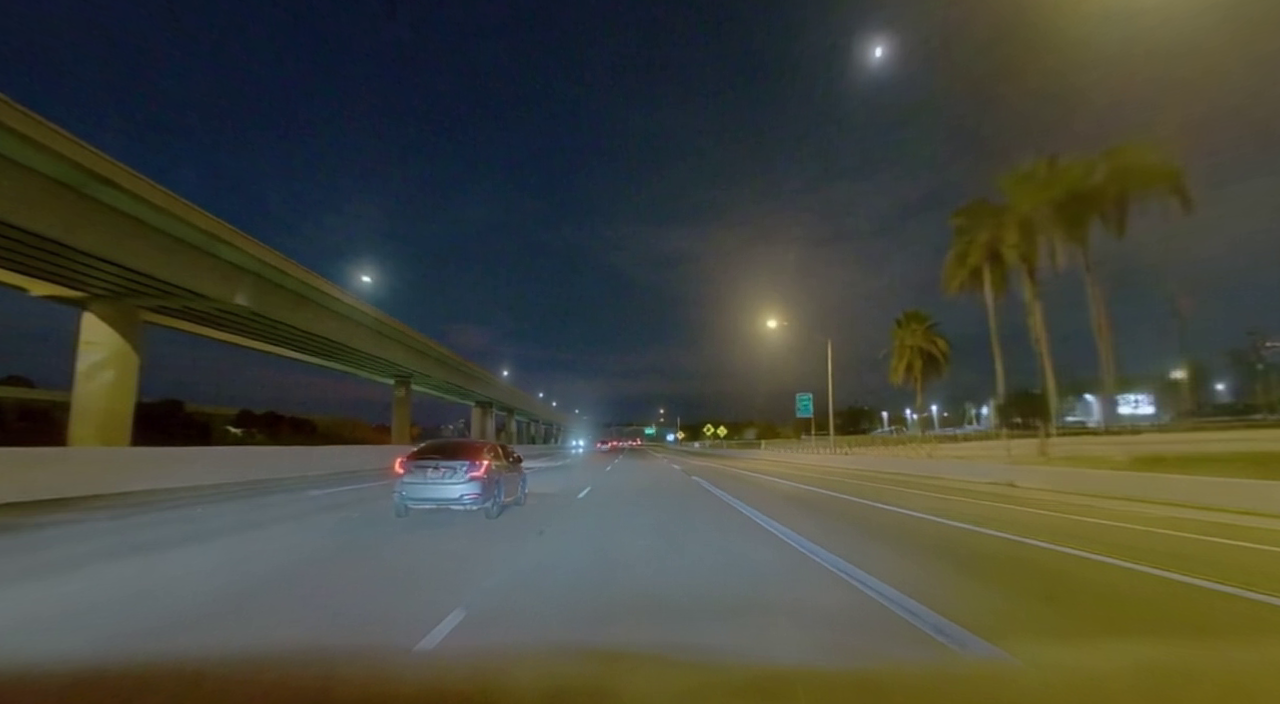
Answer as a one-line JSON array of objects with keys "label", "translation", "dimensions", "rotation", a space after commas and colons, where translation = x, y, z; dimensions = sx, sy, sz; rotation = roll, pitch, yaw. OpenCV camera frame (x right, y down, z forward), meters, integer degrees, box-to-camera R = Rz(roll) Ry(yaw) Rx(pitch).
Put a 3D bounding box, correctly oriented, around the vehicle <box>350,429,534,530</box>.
[{"label": "vehicle", "translation": [-3.371, 2.269, 11.884], "dimensions": [1.978, 1.499, 4.695], "rotation": [0, -8, 0]}]
